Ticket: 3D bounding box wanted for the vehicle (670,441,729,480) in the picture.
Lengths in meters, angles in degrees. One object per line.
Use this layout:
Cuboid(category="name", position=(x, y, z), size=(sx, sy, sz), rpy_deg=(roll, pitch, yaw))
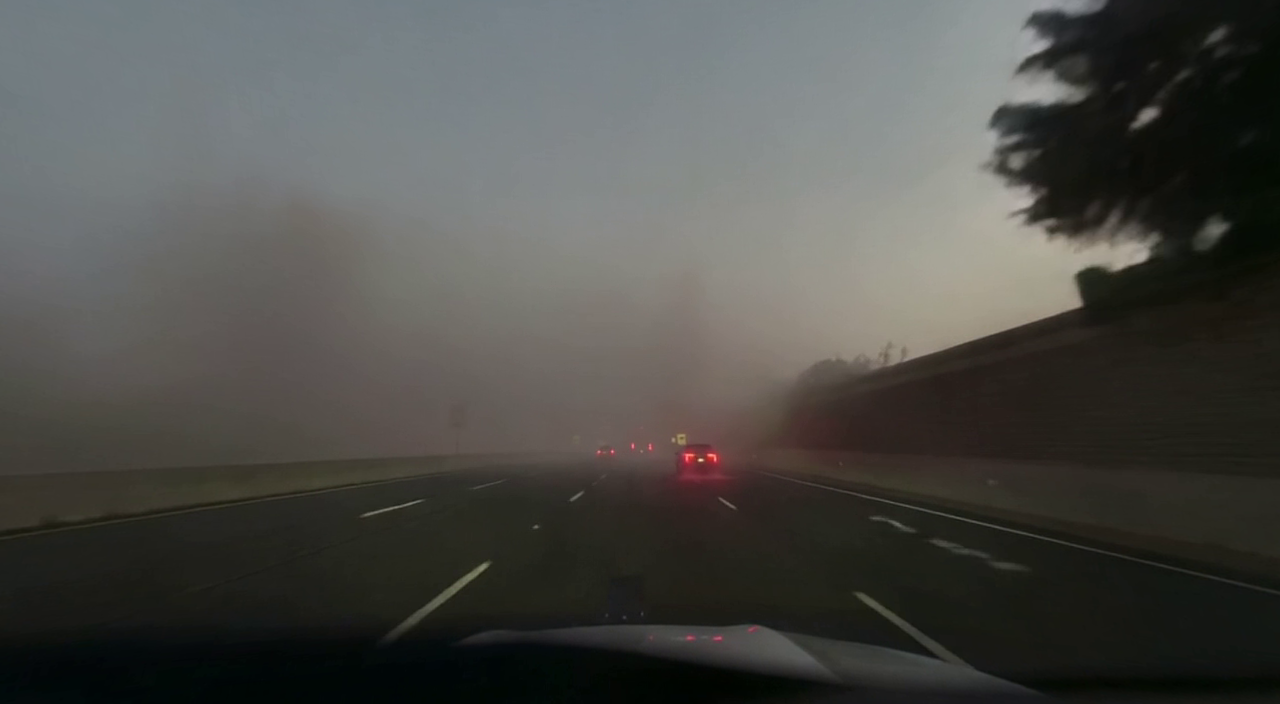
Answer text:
Cuboid(category="vehicle", position=(2.456, 4.610, 27.052), size=(1.973, 1.536, 4.337), rpy_deg=(0, -9, -2))
